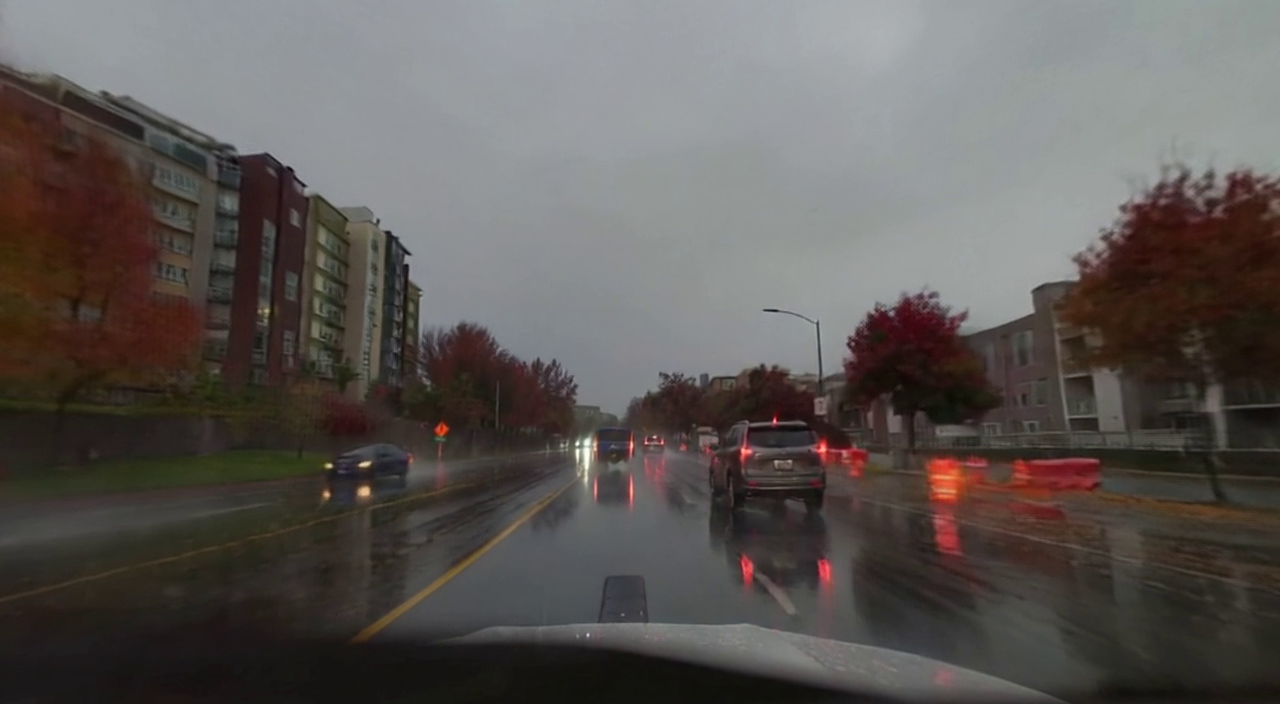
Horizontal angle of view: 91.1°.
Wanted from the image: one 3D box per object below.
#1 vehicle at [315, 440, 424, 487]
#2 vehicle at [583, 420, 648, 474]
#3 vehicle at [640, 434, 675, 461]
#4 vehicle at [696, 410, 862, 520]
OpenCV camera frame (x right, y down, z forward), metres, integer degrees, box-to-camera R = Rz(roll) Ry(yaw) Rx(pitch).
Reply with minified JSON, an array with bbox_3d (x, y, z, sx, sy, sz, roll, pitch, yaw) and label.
[{"bbox_3d":[-9.639,3.992,22.820,1.997,1.512,4.322,0,-8,0],"label":"vehicle"},{"bbox_3d":[-1.173,4.563,30.255,2.762,2.309,6.723,0,-8,-2],"label":"vehicle"},{"bbox_3d":[1.230,7.131,46.911,2.187,1.835,5.471,1,-8,-3],"label":"vehicle"},{"bbox_3d":[2.590,2.307,13.369,2.120,1.828,5.531,0,-8,-2],"label":"vehicle"}]
